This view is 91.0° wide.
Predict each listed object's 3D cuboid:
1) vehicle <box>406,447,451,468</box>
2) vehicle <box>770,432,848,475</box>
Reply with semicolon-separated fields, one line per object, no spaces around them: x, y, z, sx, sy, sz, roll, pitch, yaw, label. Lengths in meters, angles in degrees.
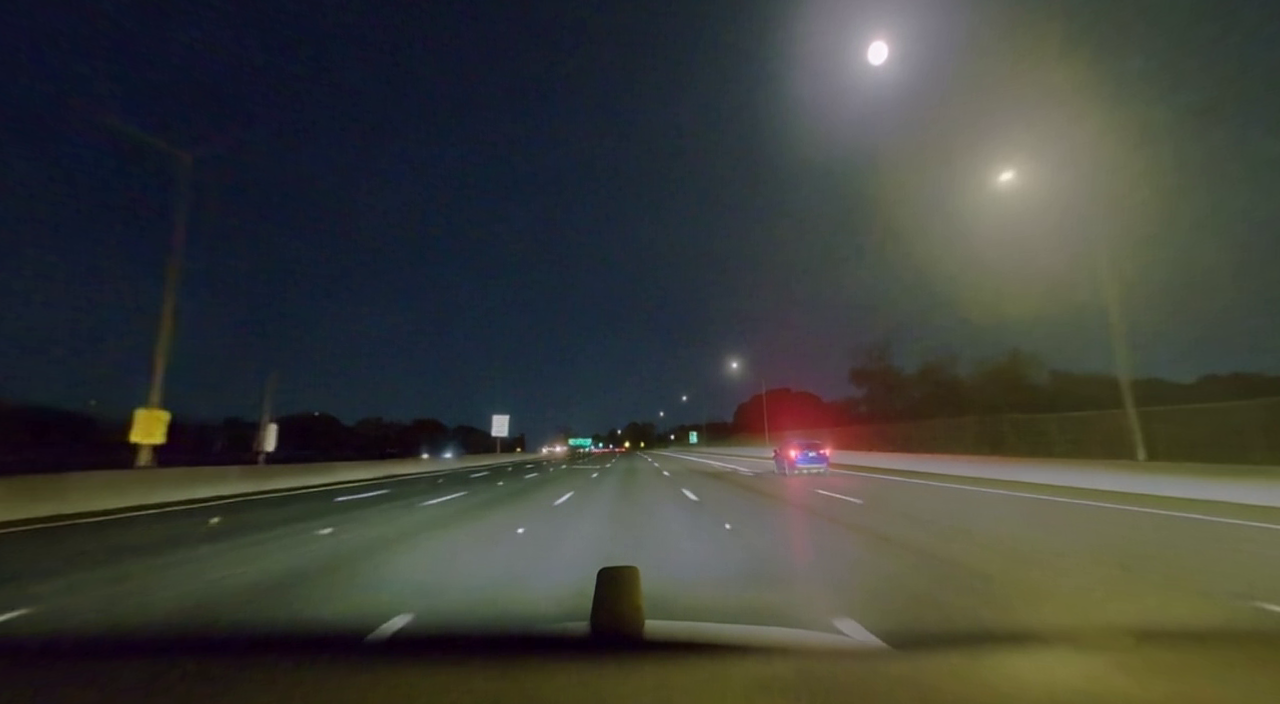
-15.872;7.901;47.424;1.961;1.511;4.018;0;-9;1;vehicle
7.333;4.444;27.765;2.091;1.711;4.383;0;-9;-2;vehicle
